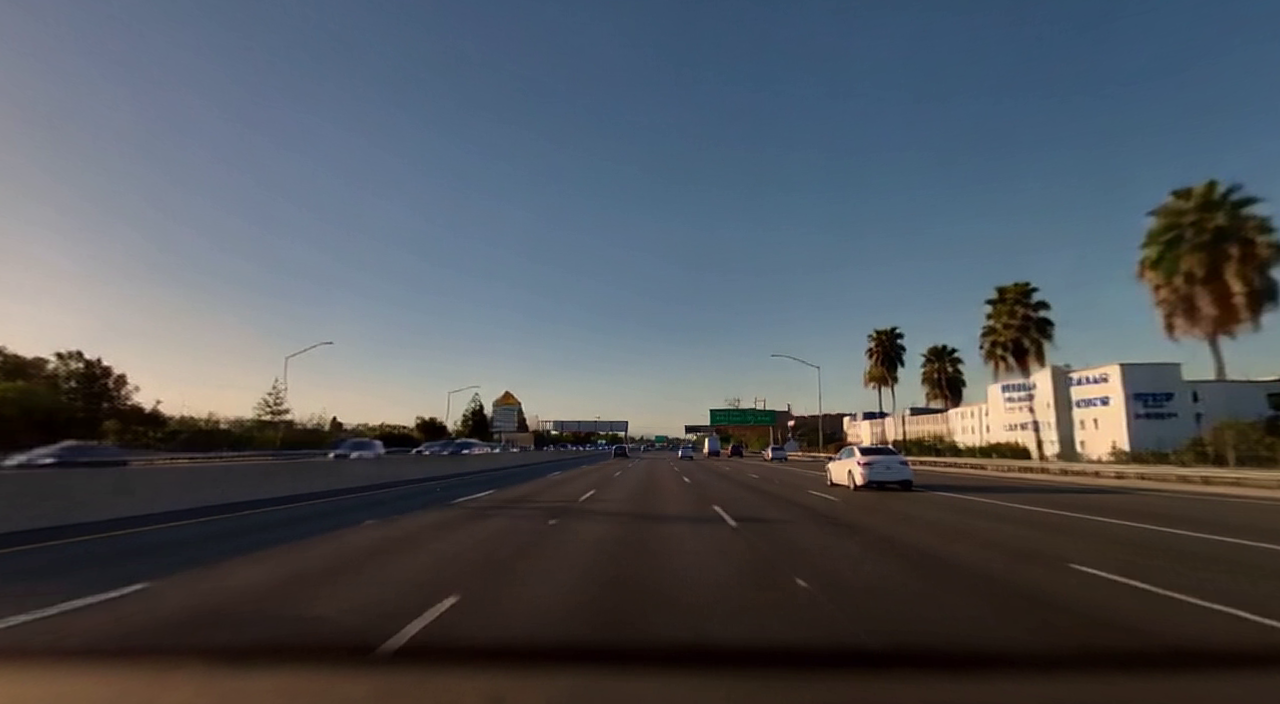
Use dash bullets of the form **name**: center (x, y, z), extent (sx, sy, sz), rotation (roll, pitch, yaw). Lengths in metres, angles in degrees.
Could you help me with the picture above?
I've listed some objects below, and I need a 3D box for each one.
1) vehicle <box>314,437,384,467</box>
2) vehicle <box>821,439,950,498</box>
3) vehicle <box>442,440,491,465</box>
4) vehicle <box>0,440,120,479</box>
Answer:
- **vehicle**: center (-18.018, 6.231, 39.333), extent (1.989, 1.730, 4.718), rotation (0, -8, 1)
- **vehicle**: center (7.255, 3.460, 19.241), extent (2.071, 1.543, 4.702), rotation (0, -8, 1)
- **vehicle**: center (-11.542, 6.700, 42.259), extent (1.919, 1.588, 4.354), rotation (-1, -8, 3)
- **vehicle**: center (-25.158, 4.533, 26.950), extent (1.835, 1.501, 4.527), rotation (0, -8, 2)
